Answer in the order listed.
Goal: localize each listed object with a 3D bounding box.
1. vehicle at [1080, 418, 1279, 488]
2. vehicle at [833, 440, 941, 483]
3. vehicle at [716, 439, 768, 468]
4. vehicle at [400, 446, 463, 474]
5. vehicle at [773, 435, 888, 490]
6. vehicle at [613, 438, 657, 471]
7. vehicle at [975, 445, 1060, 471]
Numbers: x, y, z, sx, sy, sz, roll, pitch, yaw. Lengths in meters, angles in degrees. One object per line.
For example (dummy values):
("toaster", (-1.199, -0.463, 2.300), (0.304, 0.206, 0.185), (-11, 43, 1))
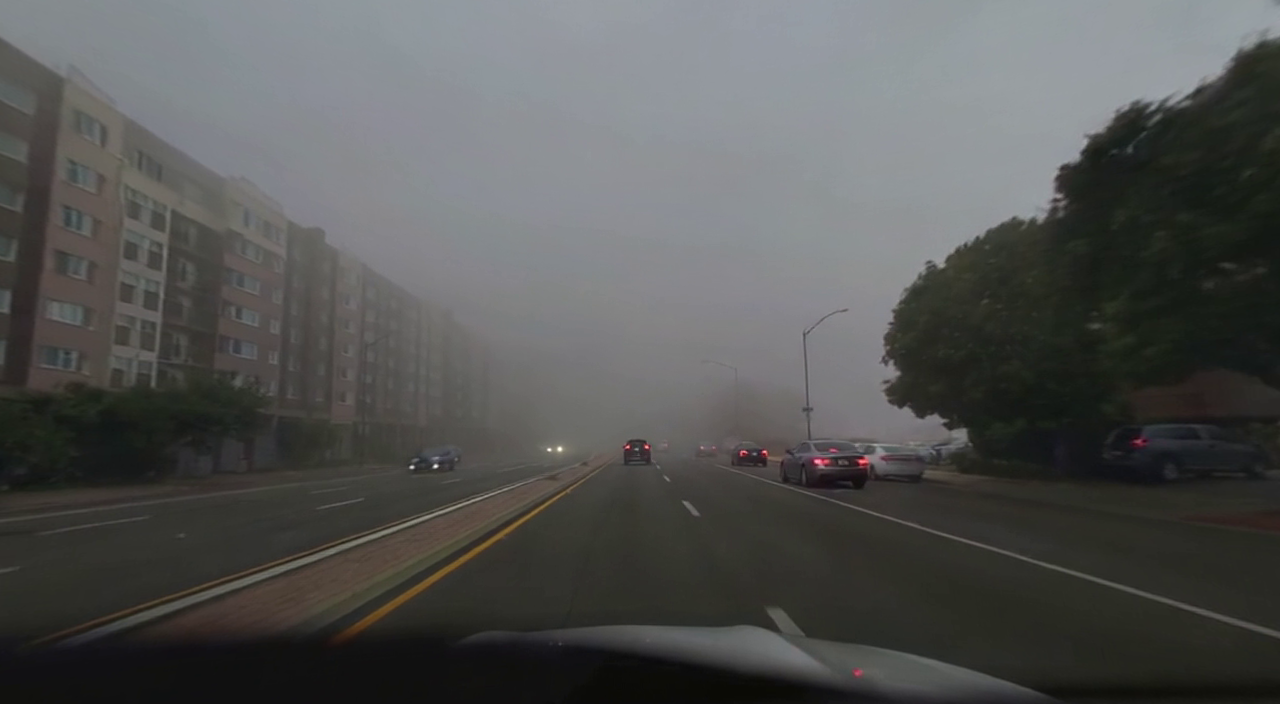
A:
("vehicle", (17.738, 3.245, 20.288), (5.388, 2.082, 2.328), (1, -9, -4))
("vehicle", (9.767, 4.367, 25.421), (2.181, 1.546, 4.845), (0, -9, -3))
("vehicle", (5.745, 5.770, 35.870), (2.154, 1.554, 4.149), (0, -9, -2))
("vehicle", (-11.546, 6.003, 35.231), (1.897, 1.466, 4.566), (0, -9, 1))
("vehicle", (5.988, 3.533, 20.545), (2.121, 1.557, 4.898), (0, -9, -1))
("vehicle", (-0.259, 5.162, 31.805), (2.106, 1.553, 3.964), (0, -9, -1))
("vehicle", (22.641, 6.350, 37.846), (1.955, 1.427, 3.836), (4, -10, -27))
